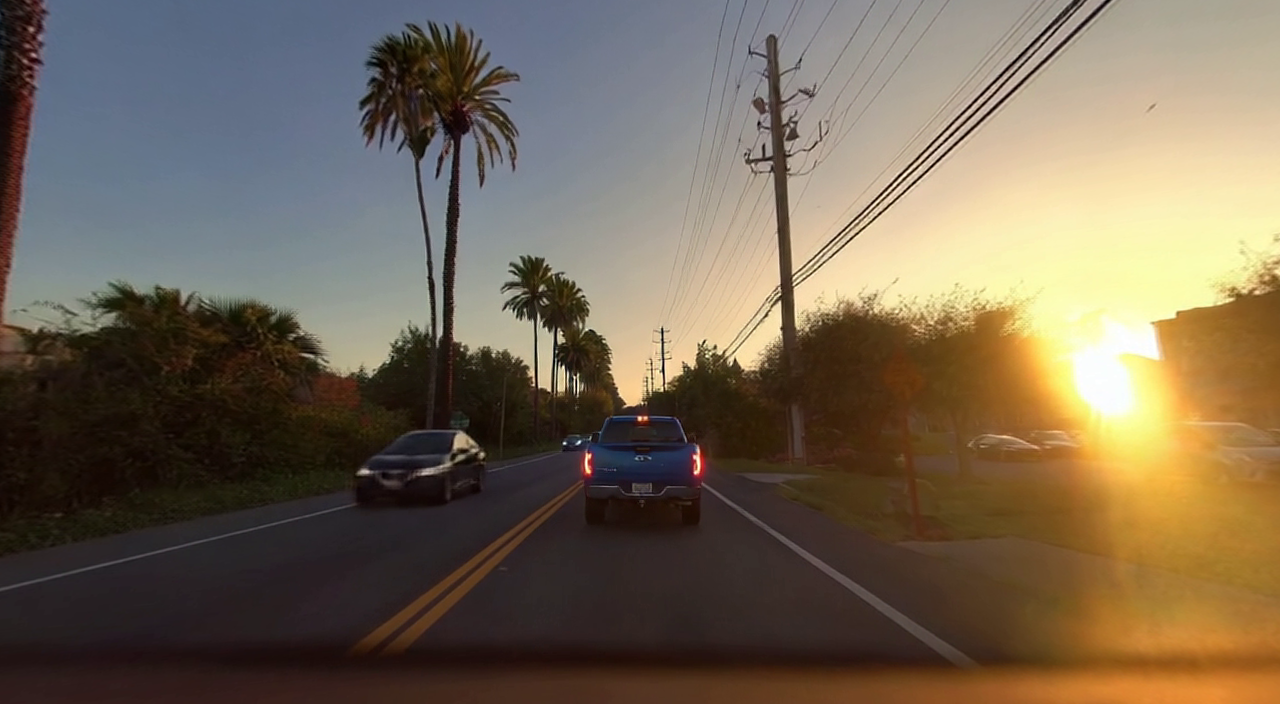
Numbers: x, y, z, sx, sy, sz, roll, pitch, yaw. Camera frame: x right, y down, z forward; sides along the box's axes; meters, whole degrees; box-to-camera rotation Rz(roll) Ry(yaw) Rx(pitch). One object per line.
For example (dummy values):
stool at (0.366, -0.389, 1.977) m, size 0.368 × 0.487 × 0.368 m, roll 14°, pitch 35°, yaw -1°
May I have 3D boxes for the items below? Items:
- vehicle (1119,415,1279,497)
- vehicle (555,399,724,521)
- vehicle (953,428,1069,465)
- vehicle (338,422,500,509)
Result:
vehicle at (16.077, 2.870, 17.791) m, size 2.338 × 1.917 × 6.076 m, roll -3°, pitch -9°, yaw 20°
vehicle at (0.013, 2.266, 13.714) m, size 2.848 × 2.047 × 5.885 m, roll 0°, pitch -8°, yaw 0°
vehicle at (20.354, 5.263, 35.131) m, size 2.277 × 1.836 × 6.267 m, roll 0°, pitch -9°, yaw -4°
vehicle at (-5.256, 2.788, 16.066) m, size 2.271 × 1.798 × 5.412 m, roll 0°, pitch -8°, yaw -1°
